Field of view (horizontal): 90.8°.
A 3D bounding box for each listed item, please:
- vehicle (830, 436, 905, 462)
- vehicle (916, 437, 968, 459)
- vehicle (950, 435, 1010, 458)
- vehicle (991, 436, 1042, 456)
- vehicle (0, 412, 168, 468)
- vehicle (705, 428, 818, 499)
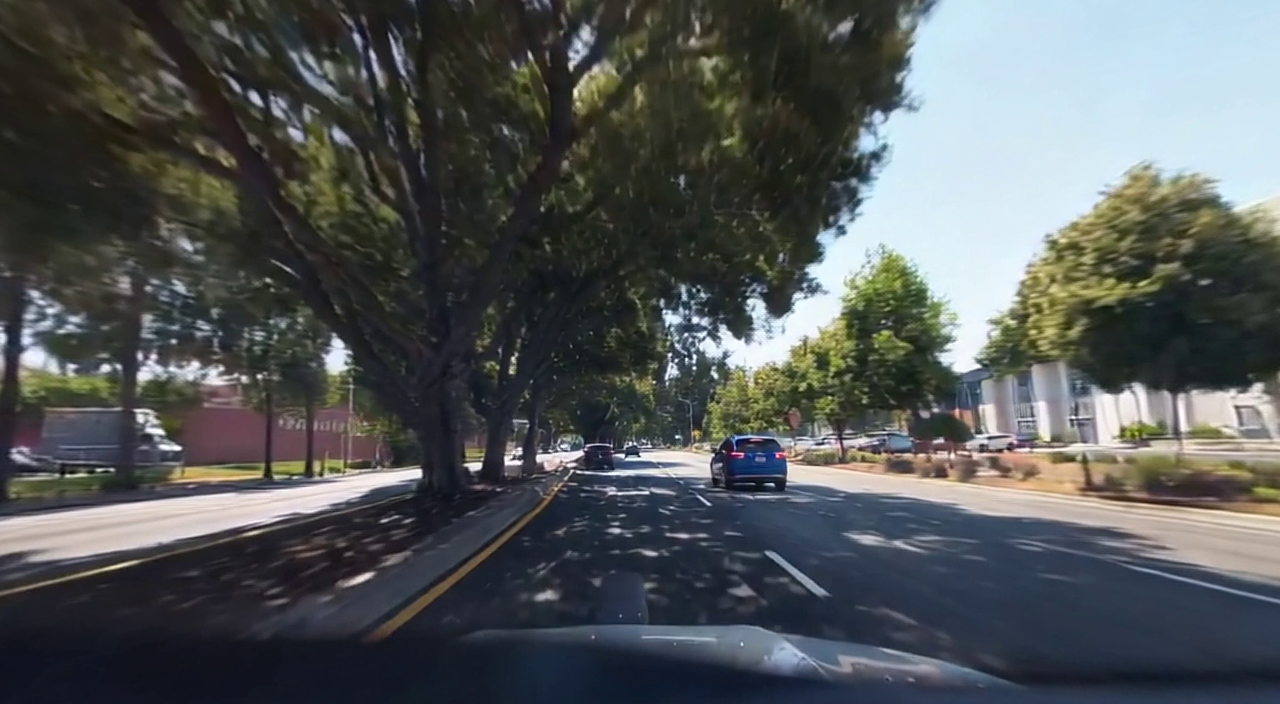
[{"bbox_3d":[17.274,7.342,47.974,4.814,1.682,2.128,-1,-8,-10],"label":"vehicle"},{"bbox_3d":[20.581,6.505,43.218,1.553,1.382,4.105,-1,-7,0],"label":"vehicle"},{"bbox_3d":[23.296,6.487,43.504,1.815,1.517,3.962,0,-8,-2],"label":"vehicle"},{"bbox_3d":[25.824,6.470,43.426,1.446,1.342,3.291,0,-8,0],"label":"vehicle"},{"bbox_3d":[-33.590,5.327,38.318,7.388,3.256,2.750,0,-8,-2],"label":"vehicle"},{"bbox_3d":[3.126,2.978,17.254,2.060,1.665,4.284,0,-8,-2],"label":"vehicle"}]
